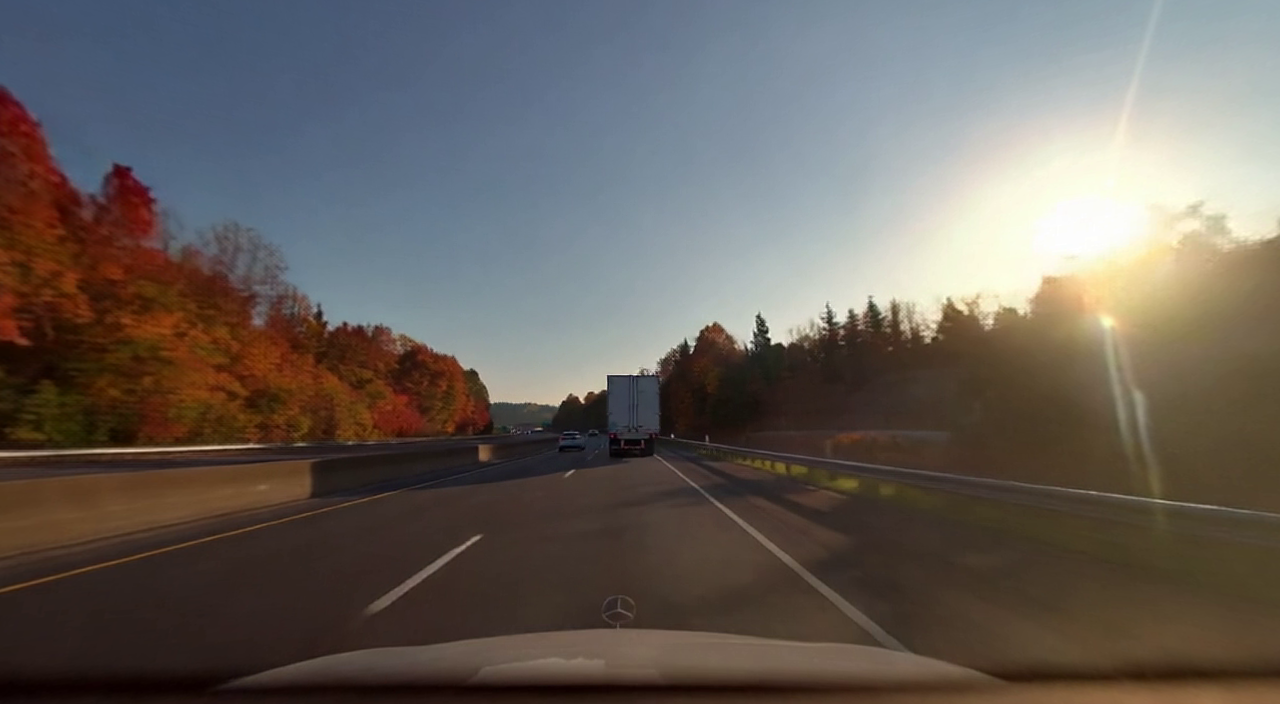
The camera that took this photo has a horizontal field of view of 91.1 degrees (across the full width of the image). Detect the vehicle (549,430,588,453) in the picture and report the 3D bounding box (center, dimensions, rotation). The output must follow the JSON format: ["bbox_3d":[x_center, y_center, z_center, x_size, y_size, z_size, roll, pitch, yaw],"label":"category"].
[{"bbox_3d":[-4.850,6.162,43.335,2.217,1.495,4.245,0,-8,0],"label":"vehicle"}]

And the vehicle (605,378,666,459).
[{"bbox_3d":[-0.392,4.082,37.185,3.013,4.016,11.496,0,-8,-2],"label":"vehicle"}]
